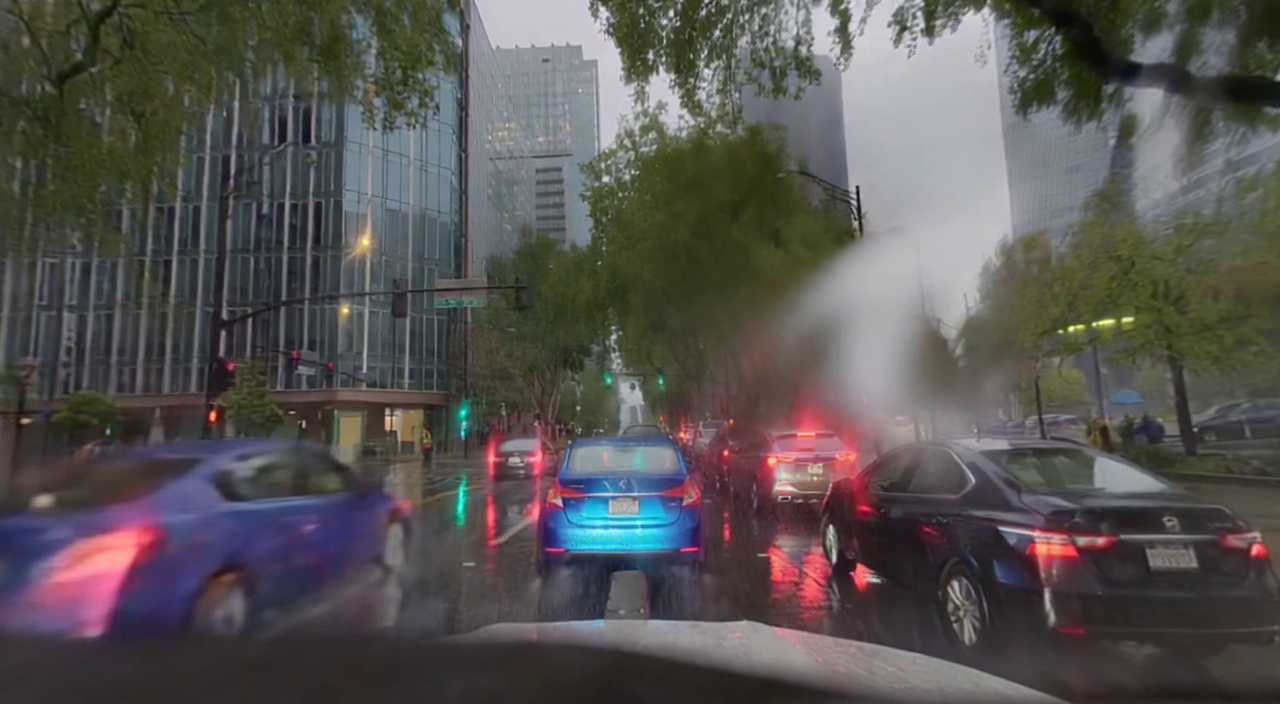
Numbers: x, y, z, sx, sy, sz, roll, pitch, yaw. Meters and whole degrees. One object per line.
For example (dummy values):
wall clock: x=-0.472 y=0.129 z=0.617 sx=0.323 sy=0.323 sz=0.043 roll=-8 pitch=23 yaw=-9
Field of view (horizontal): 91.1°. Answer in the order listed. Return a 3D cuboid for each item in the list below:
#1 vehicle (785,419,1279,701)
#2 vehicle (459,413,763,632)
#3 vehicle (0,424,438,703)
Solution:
vehicle: x=2.757 y=1.403 z=5.452 sx=1.952 sy=1.464 sz=4.165 roll=0 pitch=-8 yaw=-1
vehicle: x=-0.266 y=1.465 z=6.411 sx=2.072 sy=1.476 sz=4.078 roll=0 pitch=-8 yaw=-2
vehicle: x=-3.444 y=1.385 z=5.173 sx=1.957 sy=1.427 sz=4.531 roll=0 pitch=-8 yaw=1
